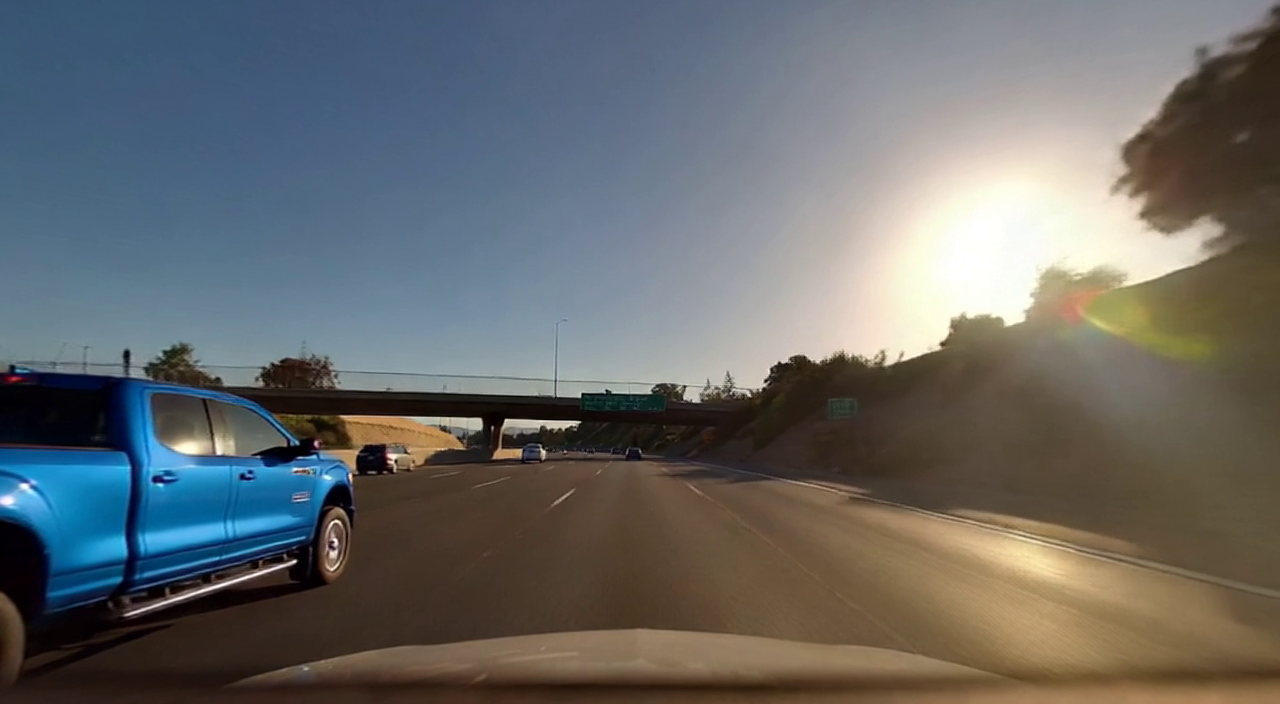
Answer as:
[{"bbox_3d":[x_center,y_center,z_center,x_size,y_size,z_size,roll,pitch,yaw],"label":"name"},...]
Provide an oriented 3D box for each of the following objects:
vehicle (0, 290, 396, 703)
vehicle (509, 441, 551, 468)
[{"bbox_3d":[-4.042,0.955,4.242,2.339,2.004,6.171,0,-9,0],"label":"vehicle"},{"bbox_3d":[-8.237,7.729,47.673,2.260,1.917,5.499,0,-9,-1],"label":"vehicle"}]
